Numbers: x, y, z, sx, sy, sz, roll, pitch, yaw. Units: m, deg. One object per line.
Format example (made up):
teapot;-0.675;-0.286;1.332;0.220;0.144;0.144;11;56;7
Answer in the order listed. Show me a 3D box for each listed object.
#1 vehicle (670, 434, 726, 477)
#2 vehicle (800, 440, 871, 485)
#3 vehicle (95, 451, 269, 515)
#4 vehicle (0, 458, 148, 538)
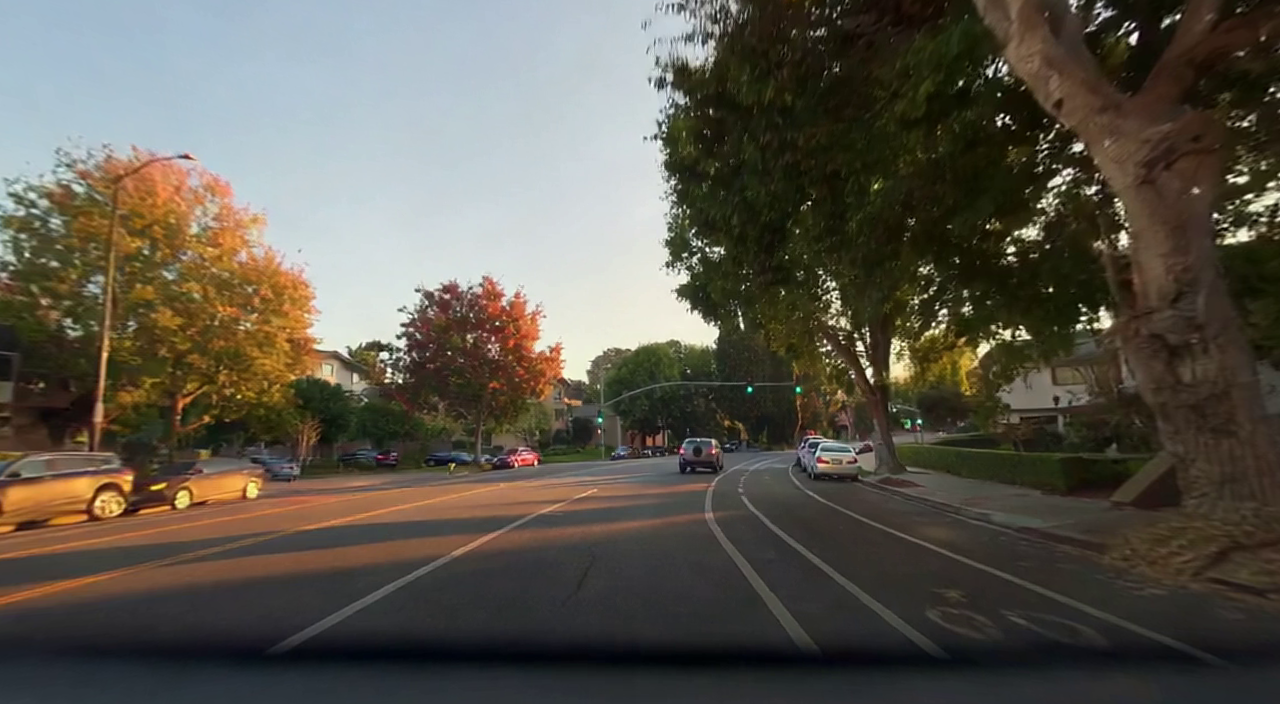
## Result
vehicle;2.585;4.419;27.233;1.852;1.680;4.488;-2;-9;12
vehicle;7.031;3.991;23.206;1.940;1.456;4.502;-2;-9;11
vehicle;-12.610;3.579;17.763;1.805;1.535;3.798;-1;-8;5
vehicle;-12.991;2.981;13.166;1.777;1.432;4.327;-1;-8;4
